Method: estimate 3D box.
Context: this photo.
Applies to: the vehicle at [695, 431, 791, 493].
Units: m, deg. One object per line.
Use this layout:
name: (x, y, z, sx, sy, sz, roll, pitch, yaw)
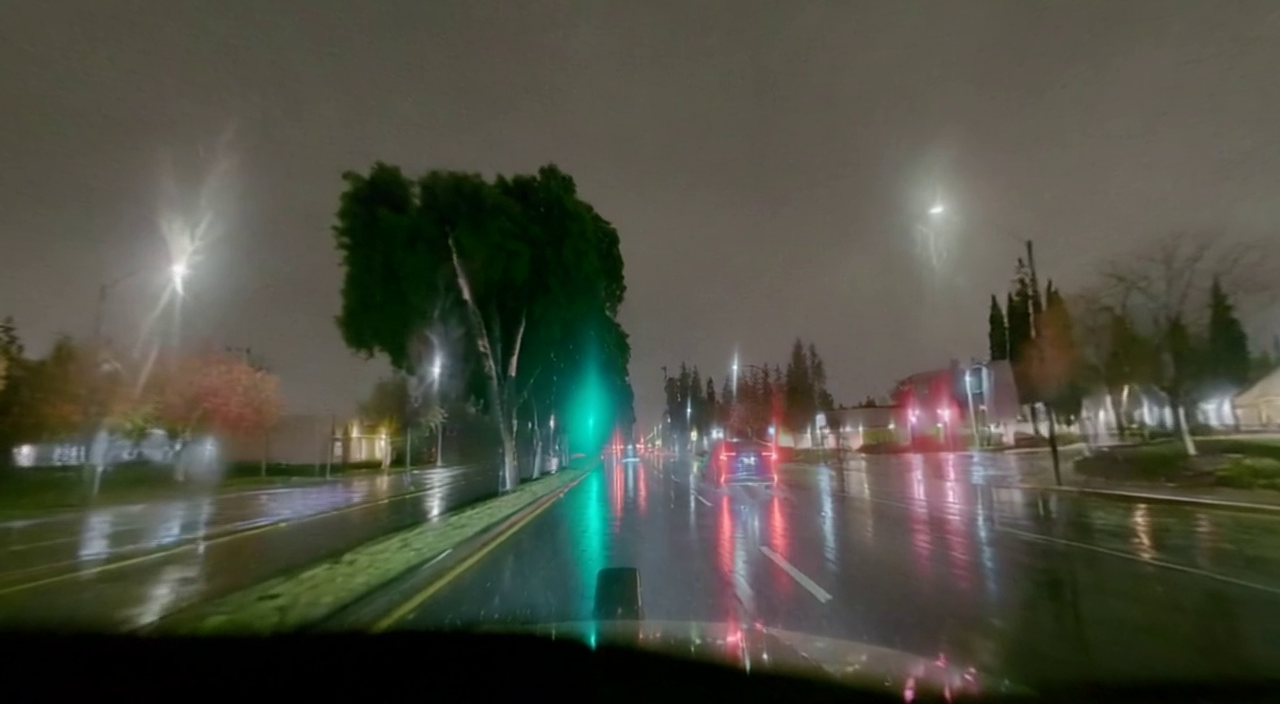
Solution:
vehicle: (2.932, 3.253, 19.103, 1.995, 1.616, 4.729, 0, -8, -1)
